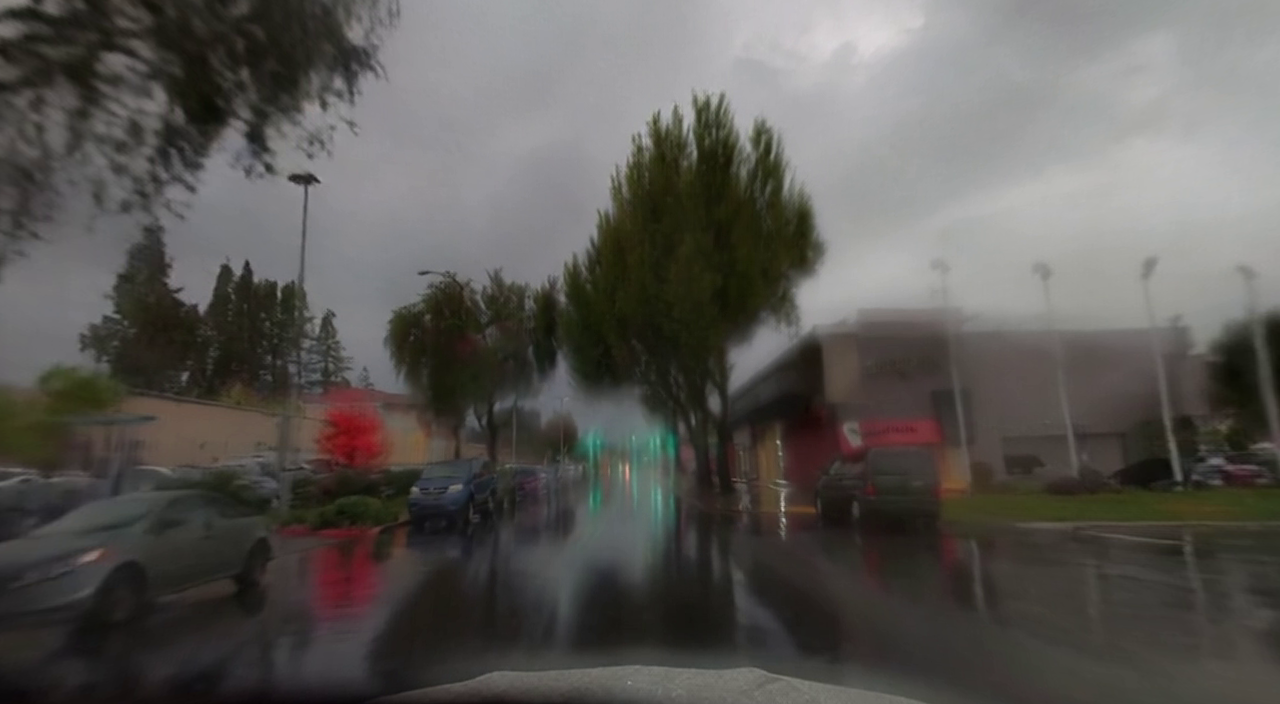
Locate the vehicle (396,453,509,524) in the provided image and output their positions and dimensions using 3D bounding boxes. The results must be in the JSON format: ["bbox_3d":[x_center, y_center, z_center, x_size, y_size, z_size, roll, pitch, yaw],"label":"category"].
[{"bbox_3d":[-5.938,4.418,20.796,2.196,2.001,5.548,1,-11,-2],"label":"vehicle"}]

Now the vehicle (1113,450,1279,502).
[{"bbox_3d":[18.015,4.045,20.526,1.794,1.486,3.983,0,-11,-6],"label":"vehicle"}]

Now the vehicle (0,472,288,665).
[{"bbox_3d":[-6.010,2.101,6.973,1.800,1.499,4.106,0,-11,0],"label":"vehicle"}]

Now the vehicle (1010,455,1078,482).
[{"bbox_3d":[25.712,7.397,40.249,1.698,1.489,3.599,-4,-9,-4],"label":"vehicle"}]

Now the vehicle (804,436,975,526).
[{"bbox_3d":[5.688,3.062,15.193,2.054,1.779,4.650,1,-11,-2],"label":"vehicle"}]

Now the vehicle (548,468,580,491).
[{"bbox_3d":[-5.723,9.677,47.909,1.832,1.623,4.424,0,-11,1],"label":"vehicle"}]
